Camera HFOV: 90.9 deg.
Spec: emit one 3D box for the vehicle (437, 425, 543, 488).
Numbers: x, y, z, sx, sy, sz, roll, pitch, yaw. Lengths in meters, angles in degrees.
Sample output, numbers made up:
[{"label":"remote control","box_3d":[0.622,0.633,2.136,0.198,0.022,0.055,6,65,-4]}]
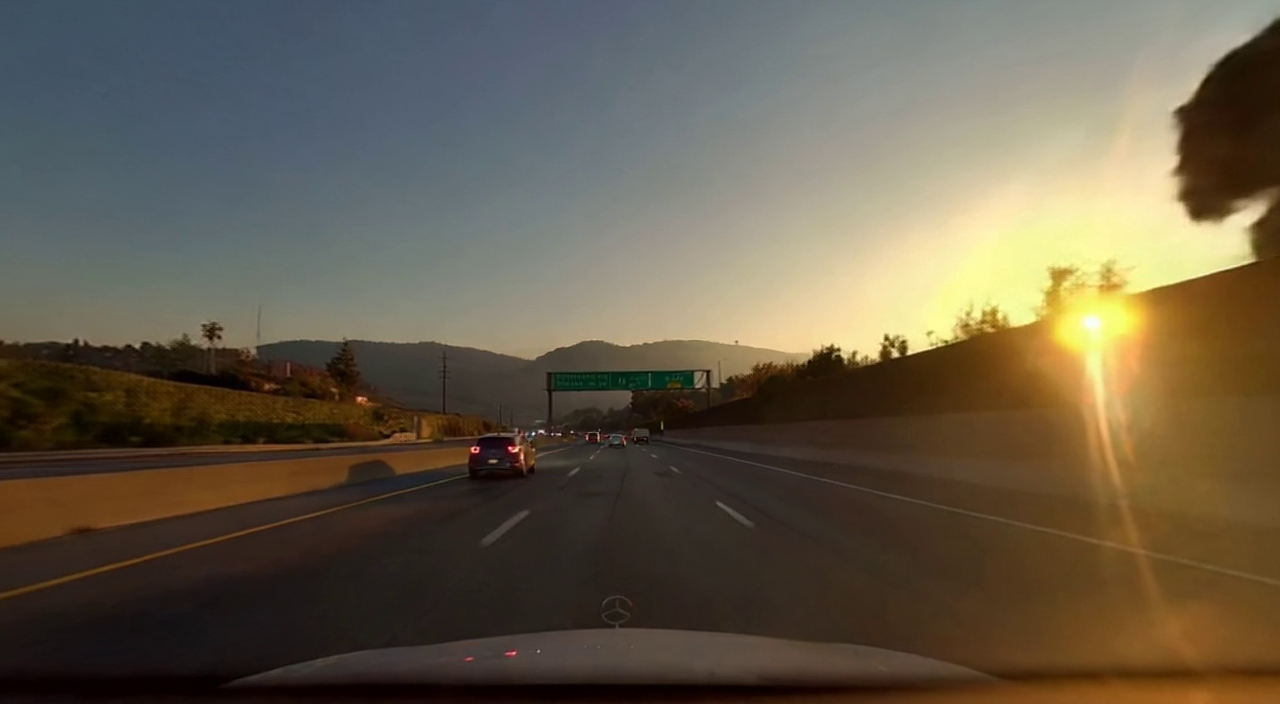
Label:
[{"label":"vehicle","box_3d":[-4.146,2.947,18.187,2.062,1.591,4.156,0,-8,-1]}]
